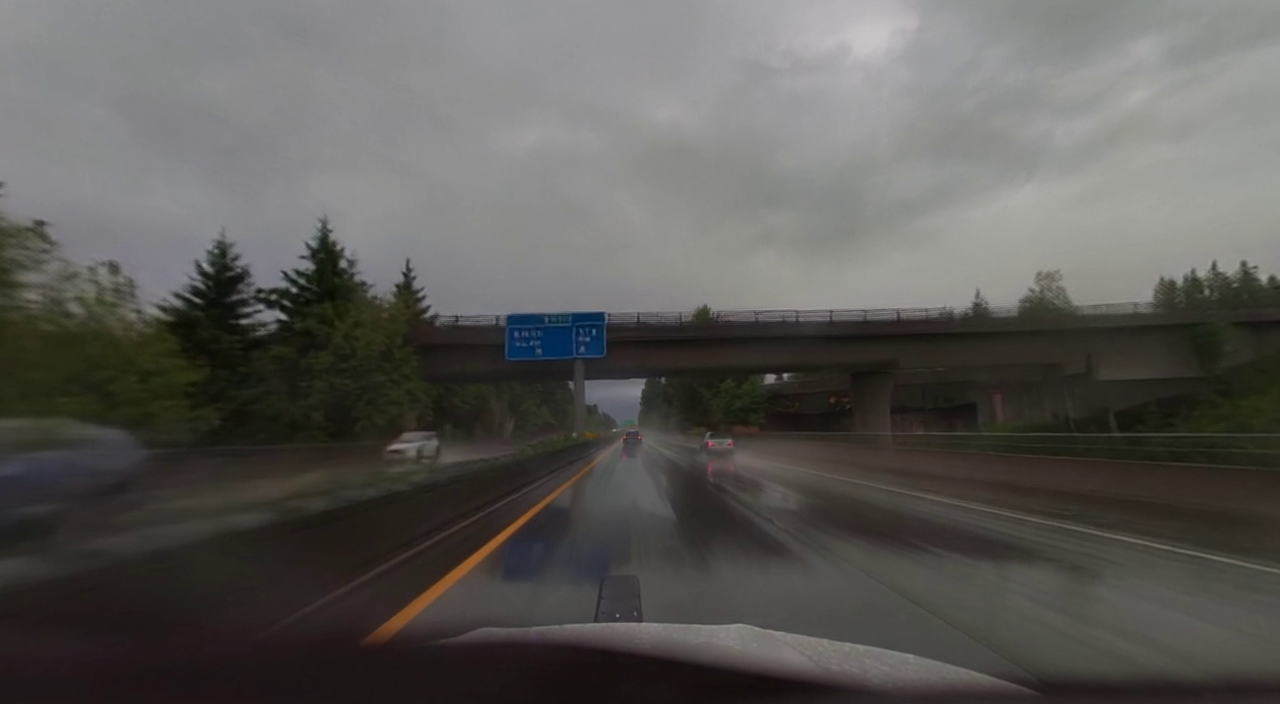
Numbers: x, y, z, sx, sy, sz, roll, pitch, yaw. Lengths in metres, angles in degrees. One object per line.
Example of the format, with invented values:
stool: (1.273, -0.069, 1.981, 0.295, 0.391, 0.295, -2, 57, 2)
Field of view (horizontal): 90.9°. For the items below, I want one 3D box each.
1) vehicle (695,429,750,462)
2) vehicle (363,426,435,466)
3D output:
vehicle: (4.023, 4.632, 31.436, 2.010, 1.526, 4.438, 0, -8, -2)
vehicle: (-13.466, 5.292, 35.577, 2.209, 2.081, 4.772, 0, -8, -1)
